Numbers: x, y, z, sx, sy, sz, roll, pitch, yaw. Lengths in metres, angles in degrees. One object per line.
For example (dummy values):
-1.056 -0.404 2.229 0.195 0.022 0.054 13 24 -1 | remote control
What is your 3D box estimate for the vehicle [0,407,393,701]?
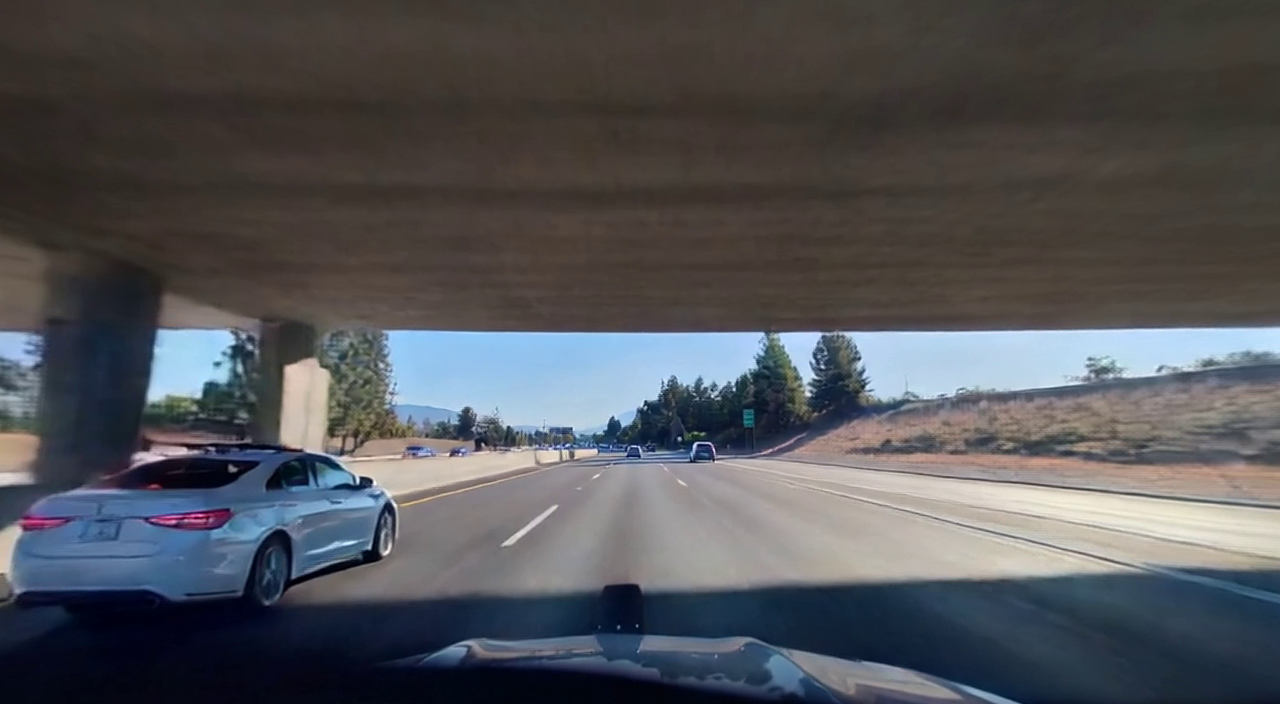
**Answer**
-4.075 1.404 5.556 2.050 1.547 4.266 0 -9 0 | vehicle
